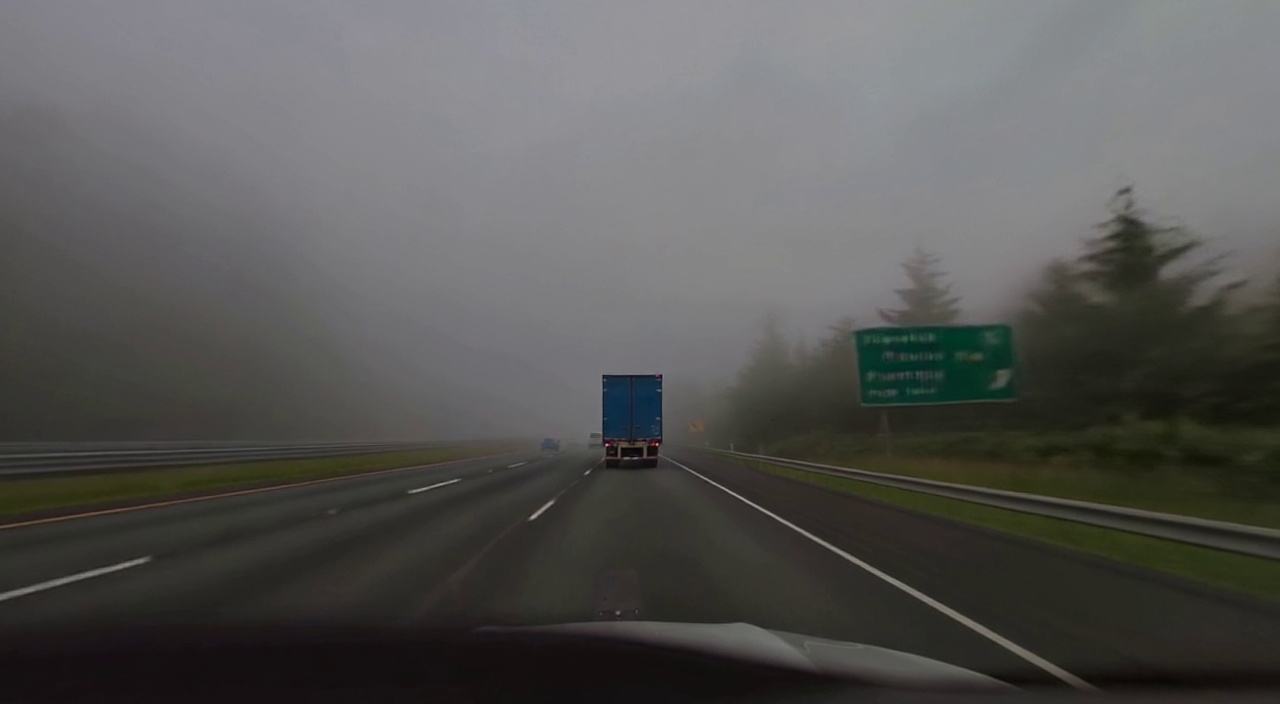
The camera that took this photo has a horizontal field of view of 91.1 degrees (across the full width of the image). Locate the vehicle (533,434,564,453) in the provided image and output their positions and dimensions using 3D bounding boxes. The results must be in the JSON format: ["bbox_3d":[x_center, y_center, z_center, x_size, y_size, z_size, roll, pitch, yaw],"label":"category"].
[{"bbox_3d":[-7.167,7.202,49.649,1.856,1.479,3.710,0,-8,0],"label":"vehicle"}]

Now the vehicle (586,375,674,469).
[{"bbox_3d":[-0.496,3.506,30.390,3.033,3.223,14.836,4,-7,-1],"label":"vehicle"}]
